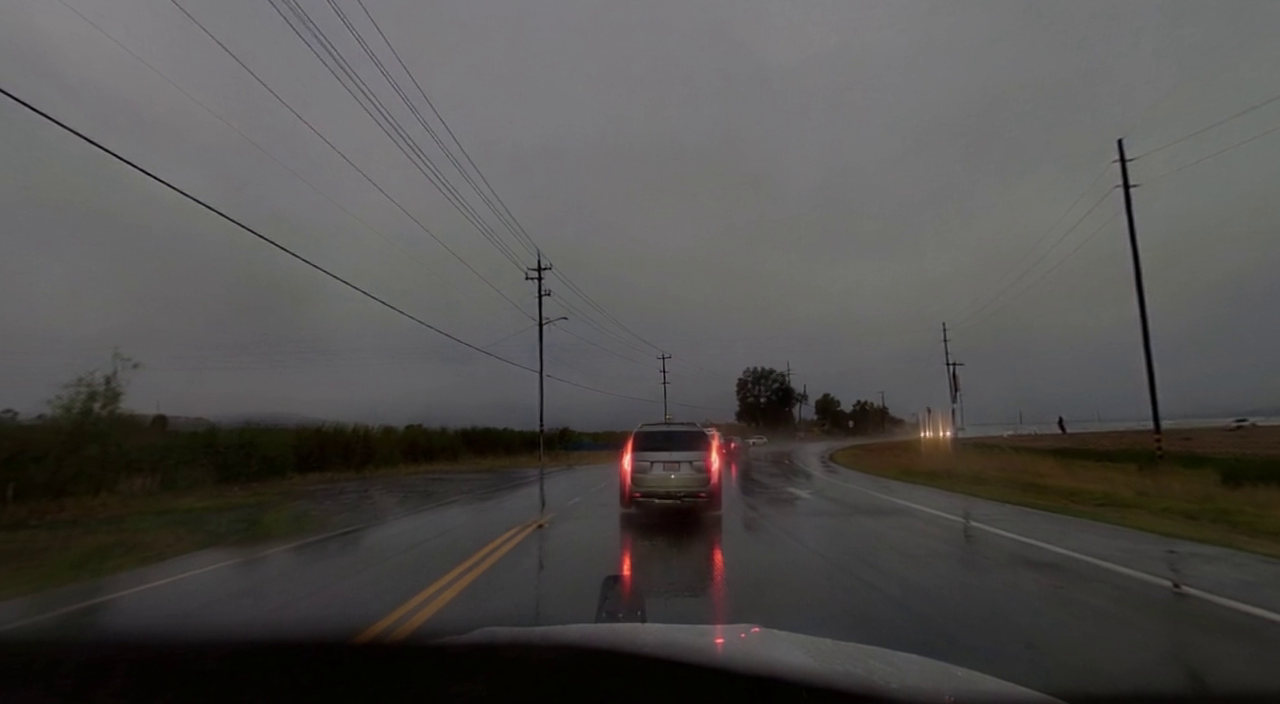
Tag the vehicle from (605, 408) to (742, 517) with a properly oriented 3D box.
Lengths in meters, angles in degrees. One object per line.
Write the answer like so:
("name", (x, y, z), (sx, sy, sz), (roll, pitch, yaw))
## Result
("vehicle", (0.644, 2.255, 13.291), (2.364, 1.859, 4.538), (0, -8, 2))
